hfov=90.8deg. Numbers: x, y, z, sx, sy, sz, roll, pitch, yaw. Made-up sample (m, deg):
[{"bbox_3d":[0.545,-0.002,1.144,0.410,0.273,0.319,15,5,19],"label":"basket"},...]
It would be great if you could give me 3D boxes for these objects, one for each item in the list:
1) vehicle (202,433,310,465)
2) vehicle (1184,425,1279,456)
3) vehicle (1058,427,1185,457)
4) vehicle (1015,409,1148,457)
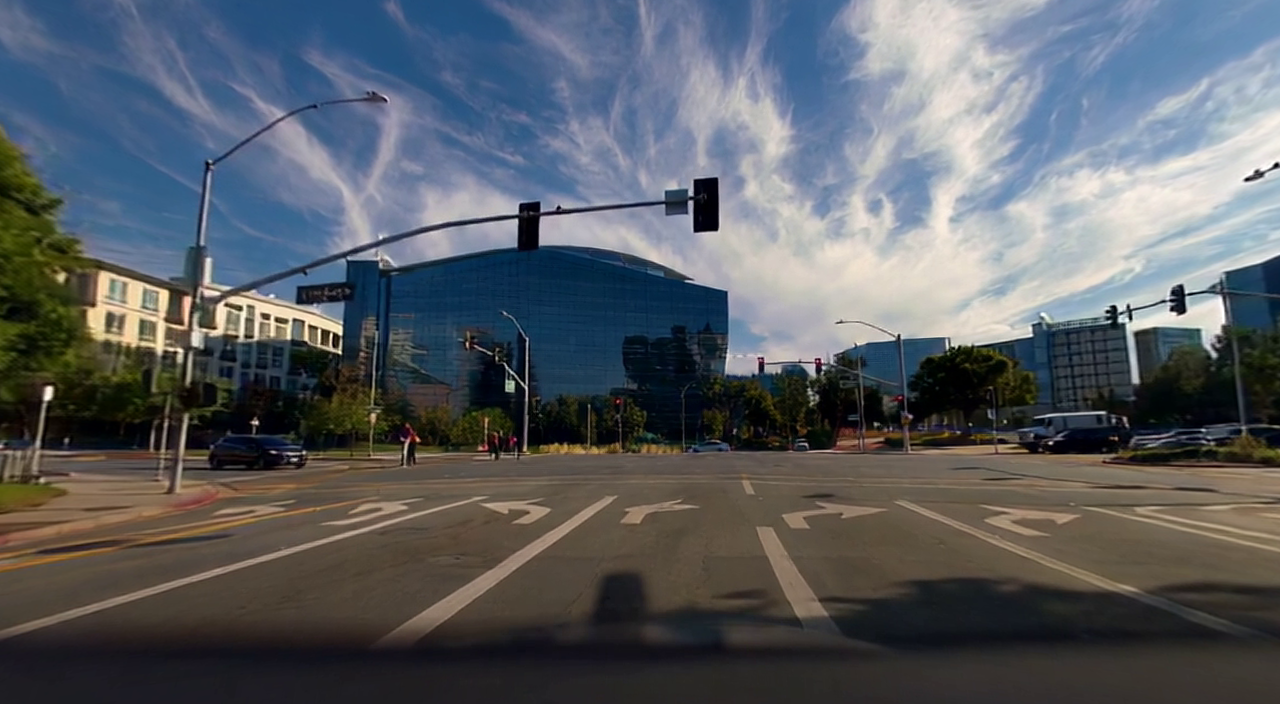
[{"bbox_3d":[-18.895,4.787,31.130,4.265,1.493,1.871,-2,-9,10],"label":"vehicle"},{"bbox_3d":[35.038,5.115,36.570,4.896,1.729,1.952,-2,-9,10],"label":"vehicle"},{"bbox_3d":[24.410,4.604,32.199,4.740,1.464,1.876,-1,-9,9],"label":"vehicle"},{"bbox_3d":[26.627,4.980,38.366,5.855,2.746,2.523,-2,-9,10],"label":"vehicle"}]
